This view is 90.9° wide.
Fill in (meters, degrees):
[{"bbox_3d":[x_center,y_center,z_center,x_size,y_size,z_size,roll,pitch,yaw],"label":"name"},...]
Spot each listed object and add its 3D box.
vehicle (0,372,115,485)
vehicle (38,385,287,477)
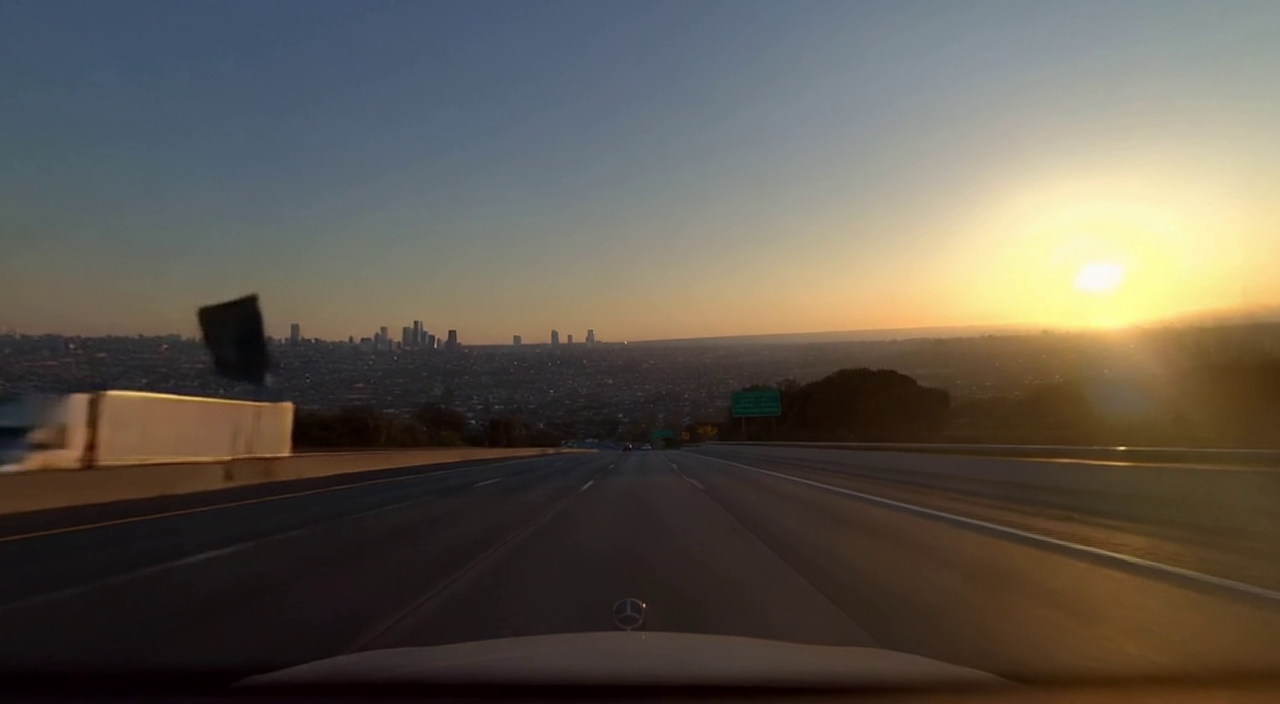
[{"bbox_3d":[-23.330,2.824,22.872,3.270,3.762,5.908,0,-8,0],"label":"vehicle"},{"bbox_3d":[-23.360,4.209,32.563,2.818,3.806,12.794,0,-8,0],"label":"vehicle"}]
